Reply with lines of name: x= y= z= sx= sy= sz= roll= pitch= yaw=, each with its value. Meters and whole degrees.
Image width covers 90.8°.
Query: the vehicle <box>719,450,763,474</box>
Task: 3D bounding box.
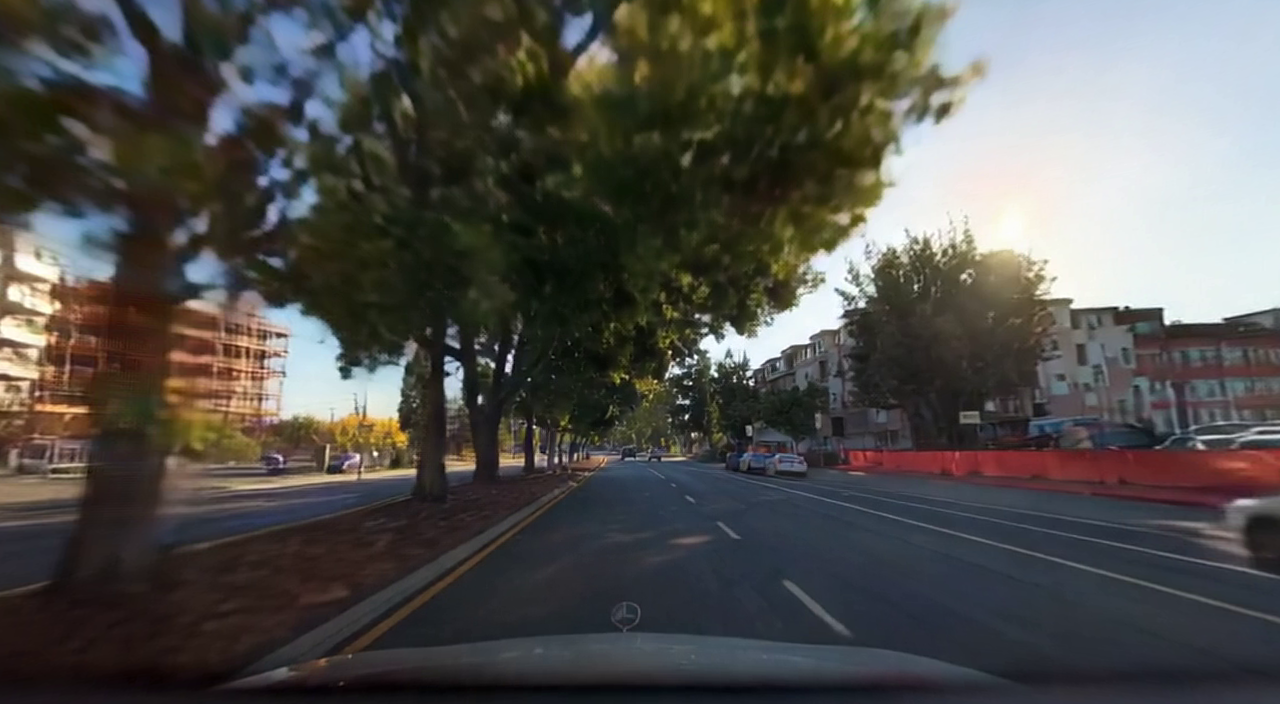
vehicle: x=7.412 y=8.111 z=46.862 sx=1.977 sy=1.540 sz=4.307 roll=5 pitch=-9 yaw=-8

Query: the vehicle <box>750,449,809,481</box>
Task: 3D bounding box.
vehicle: x=7.715 y=6.265 z=35.356 sx=1.974 sy=1.472 sz=4.654 roll=4 pitch=-9 yaw=-3
